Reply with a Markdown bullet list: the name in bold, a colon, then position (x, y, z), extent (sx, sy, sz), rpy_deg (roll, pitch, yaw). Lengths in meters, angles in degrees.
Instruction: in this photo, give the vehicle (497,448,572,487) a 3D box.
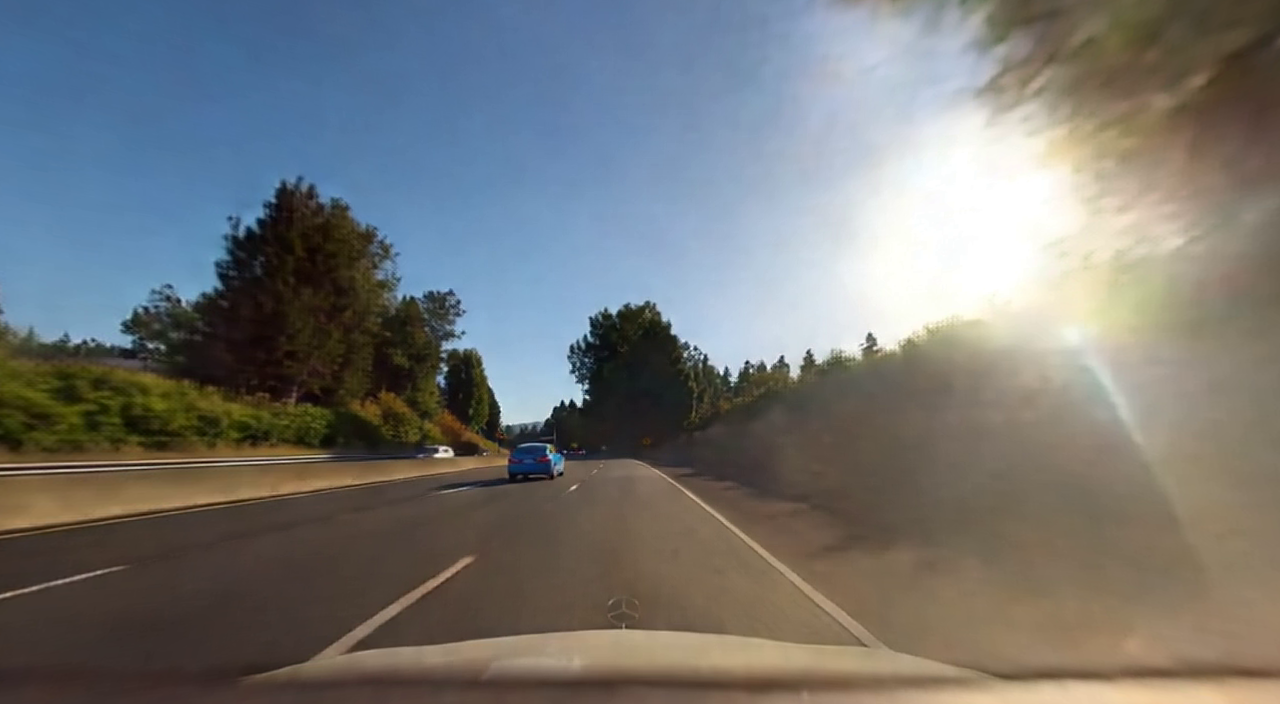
- **vehicle**: position (-4.075, 4.543, 25.135), extent (2.126, 1.411, 4.433), rpy_deg (0, -9, 1)
